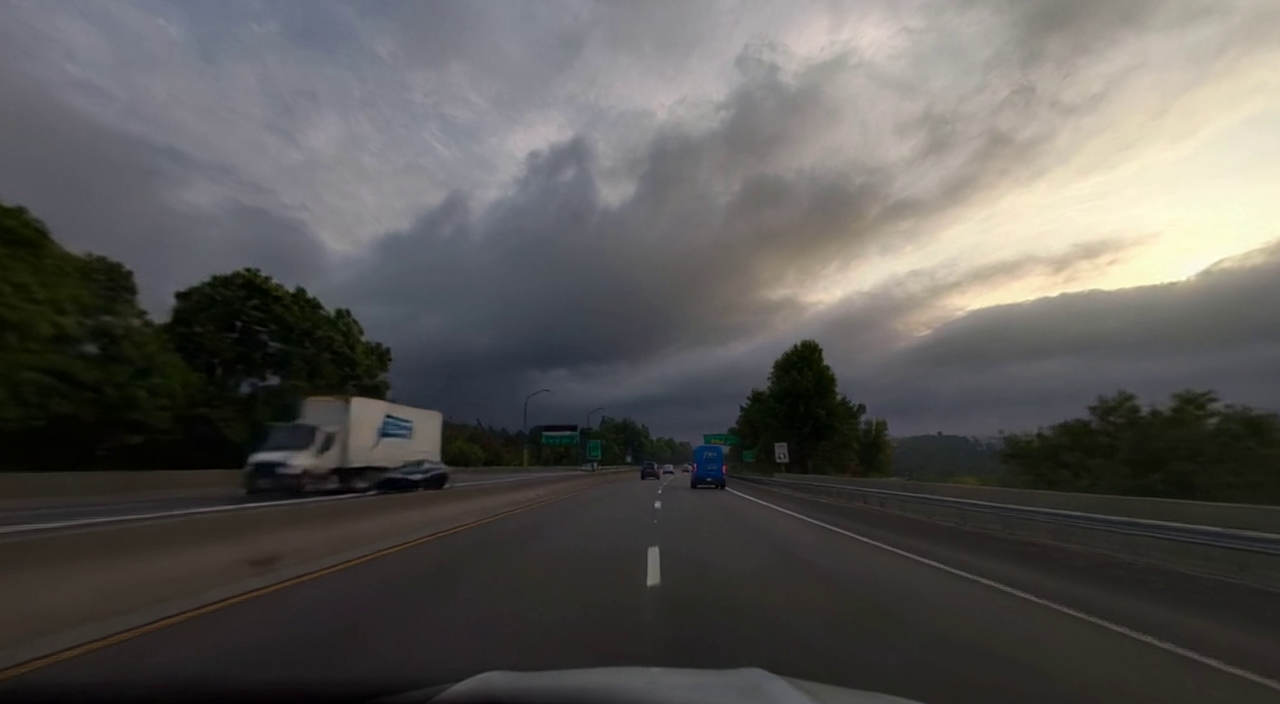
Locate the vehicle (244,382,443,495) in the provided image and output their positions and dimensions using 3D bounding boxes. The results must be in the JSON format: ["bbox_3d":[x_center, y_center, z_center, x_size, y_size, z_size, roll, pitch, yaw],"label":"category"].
[{"bbox_3d":[-13.603,4.547,31.087,3.066,4.409,12.568,0,-11,3],"label":"vehicle"}]

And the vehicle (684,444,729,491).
[{"bbox_3d":[4.013,7.173,39.096,2.366,2.595,5.793,0,-11,2],"label":"vehicle"}]

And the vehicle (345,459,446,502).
[{"bbox_3d":[-9.239,4.897,24.185,2.075,1.468,4.118,0,-11,2],"label":"vehicle"}]
